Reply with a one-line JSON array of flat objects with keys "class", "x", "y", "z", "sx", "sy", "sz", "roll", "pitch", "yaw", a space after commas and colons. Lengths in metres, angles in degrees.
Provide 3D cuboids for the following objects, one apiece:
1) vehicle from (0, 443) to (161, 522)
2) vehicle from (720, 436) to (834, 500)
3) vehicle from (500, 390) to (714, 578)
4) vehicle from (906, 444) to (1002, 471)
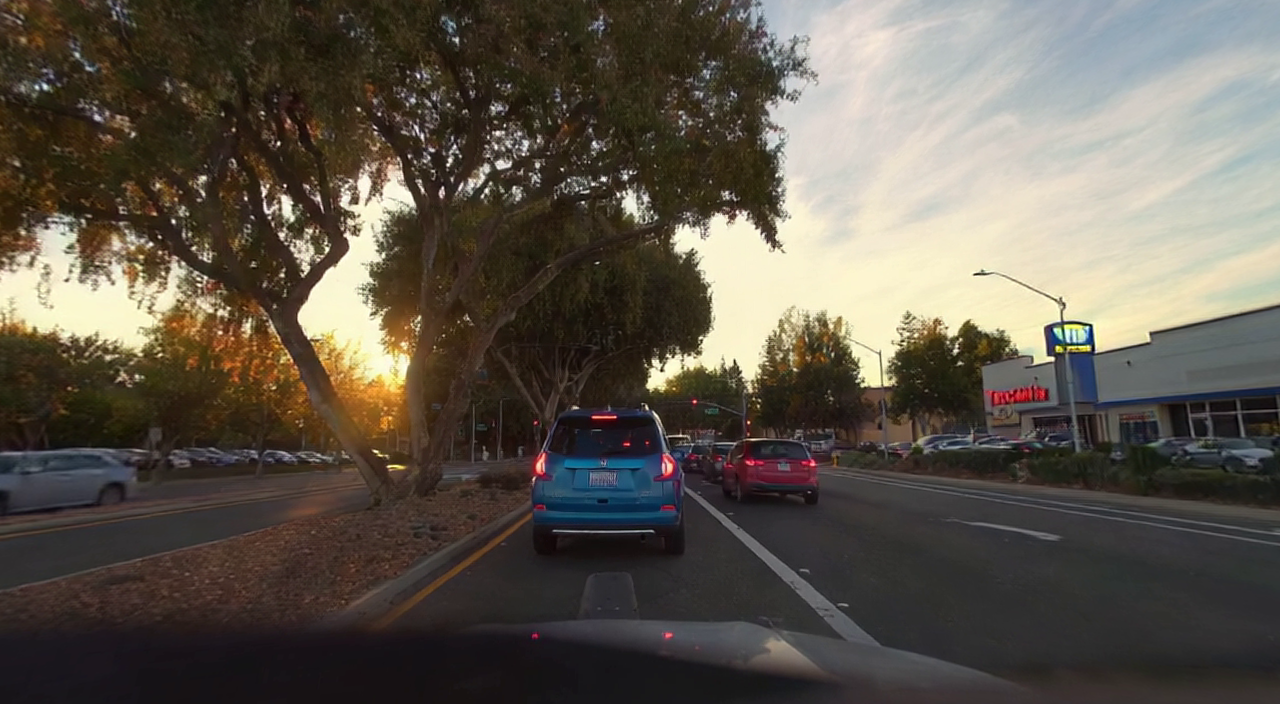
[{"class": "vehicle", "x": -12.932, "y": 2.688, "z": 13.451, "sx": 1.983, "sy": 1.460, "sz": 4.456, "roll": 0, "pitch": -9, "yaw": 0}, {"class": "vehicle", "x": 3.660, "y": 3.205, "z": 17.947, "sx": 2.098, "sy": 1.555, "sz": 4.778, "roll": 0, "pitch": -9, "yaw": -1}, {"class": "vehicle", "x": -0.300, "y": 1.647, "z": 8.624, "sx": 2.096, "sy": 1.837, "sz": 4.687, "roll": 0, "pitch": -9, "yaw": 1}, {"class": "vehicle", "x": 17.204, "y": 5.781, "z": 34.766, "sx": 4.290, "sy": 1.427, "sz": 1.751, "roll": 0, "pitch": -9, "yaw": 2}]
